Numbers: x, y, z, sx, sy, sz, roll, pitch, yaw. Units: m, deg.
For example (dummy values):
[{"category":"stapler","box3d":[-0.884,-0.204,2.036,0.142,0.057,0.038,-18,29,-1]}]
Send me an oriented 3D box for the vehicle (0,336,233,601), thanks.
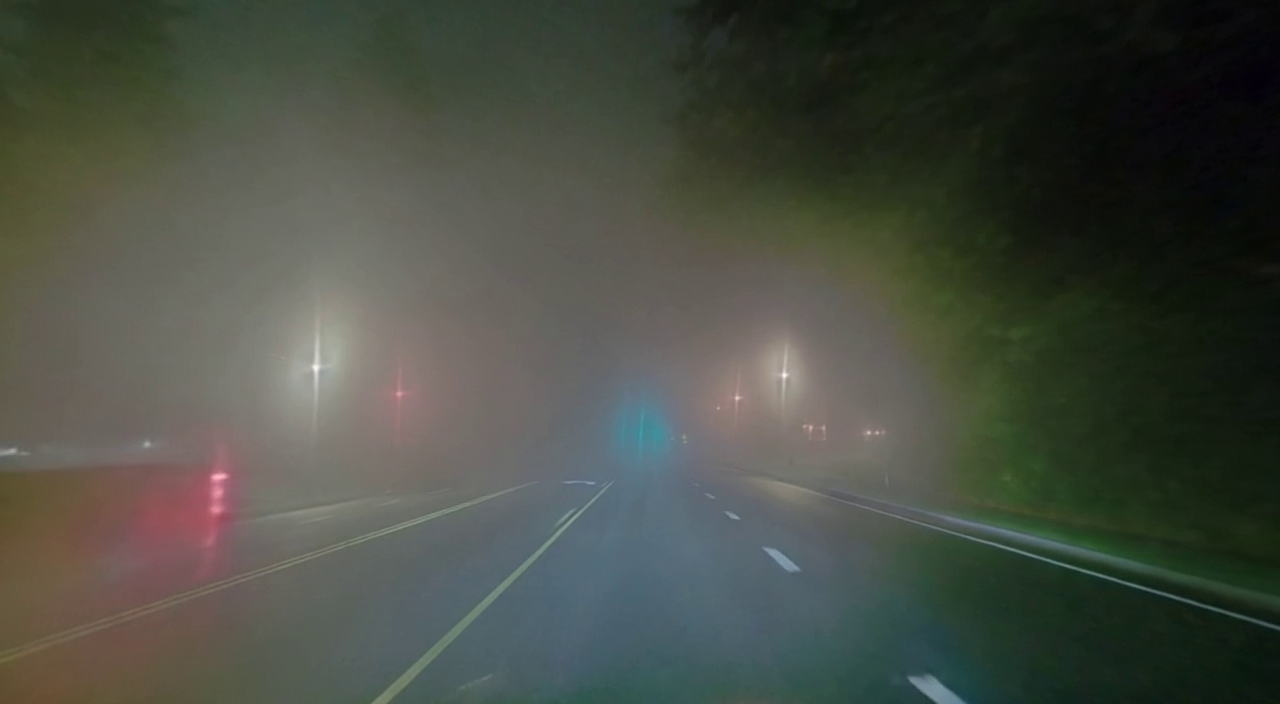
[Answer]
[{"category":"vehicle","box3d":[-9.052,1.378,7.451,2.757,3.141,8.316,0,-8,1]}]
